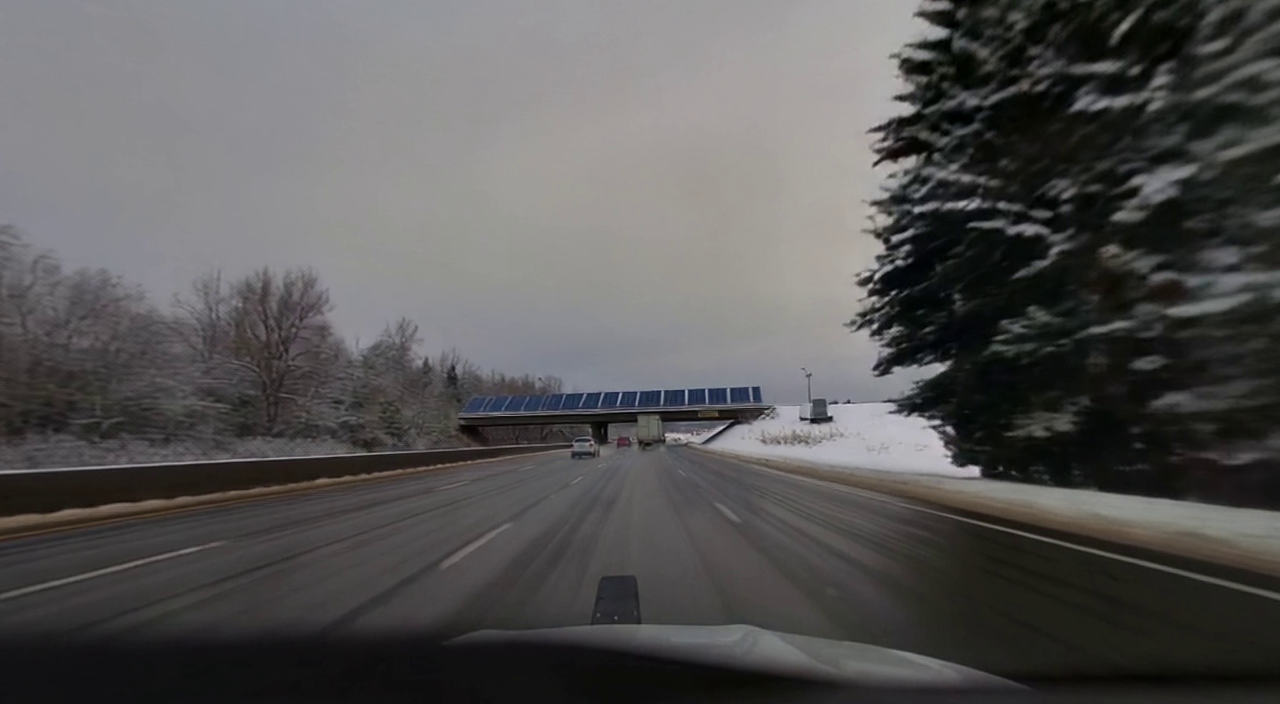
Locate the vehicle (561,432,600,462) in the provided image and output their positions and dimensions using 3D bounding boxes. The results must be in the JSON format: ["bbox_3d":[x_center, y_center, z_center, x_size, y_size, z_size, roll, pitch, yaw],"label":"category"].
[{"bbox_3d":[-3.991,6.518,43.237,2.130,1.935,4.817,-1,-8,1],"label":"vehicle"}]
